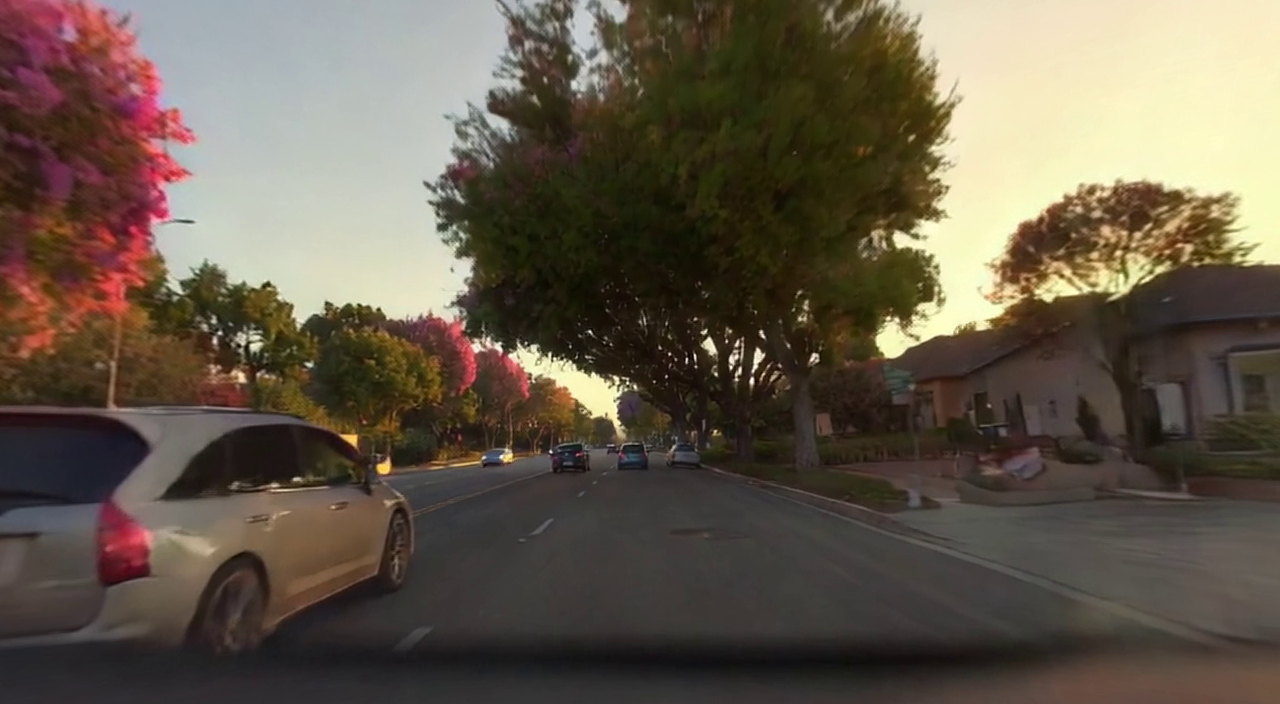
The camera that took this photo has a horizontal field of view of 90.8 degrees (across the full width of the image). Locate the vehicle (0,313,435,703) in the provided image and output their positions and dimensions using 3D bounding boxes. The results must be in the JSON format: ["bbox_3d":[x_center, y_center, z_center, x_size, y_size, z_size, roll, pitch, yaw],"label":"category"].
[{"bbox_3d":[-3.216,1.031,3.853,2.257,1.751,5.028,0,-9,0],"label":"vehicle"}]

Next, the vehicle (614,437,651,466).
[{"bbox_3d":[-0.513,6.631,42.096,2.376,1.801,4.317,0,-9,-1],"label":"vehicle"}]

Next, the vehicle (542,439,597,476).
[{"bbox_3d":[-3.266,5.035,30.273,2.167,1.634,4.220,0,-9,0],"label":"vehicle"}]

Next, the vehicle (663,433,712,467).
[{"bbox_3d":[3.007,6.350,41.092,2.653,2.058,5.096,0,-9,-1],"label":"vehicle"}]
